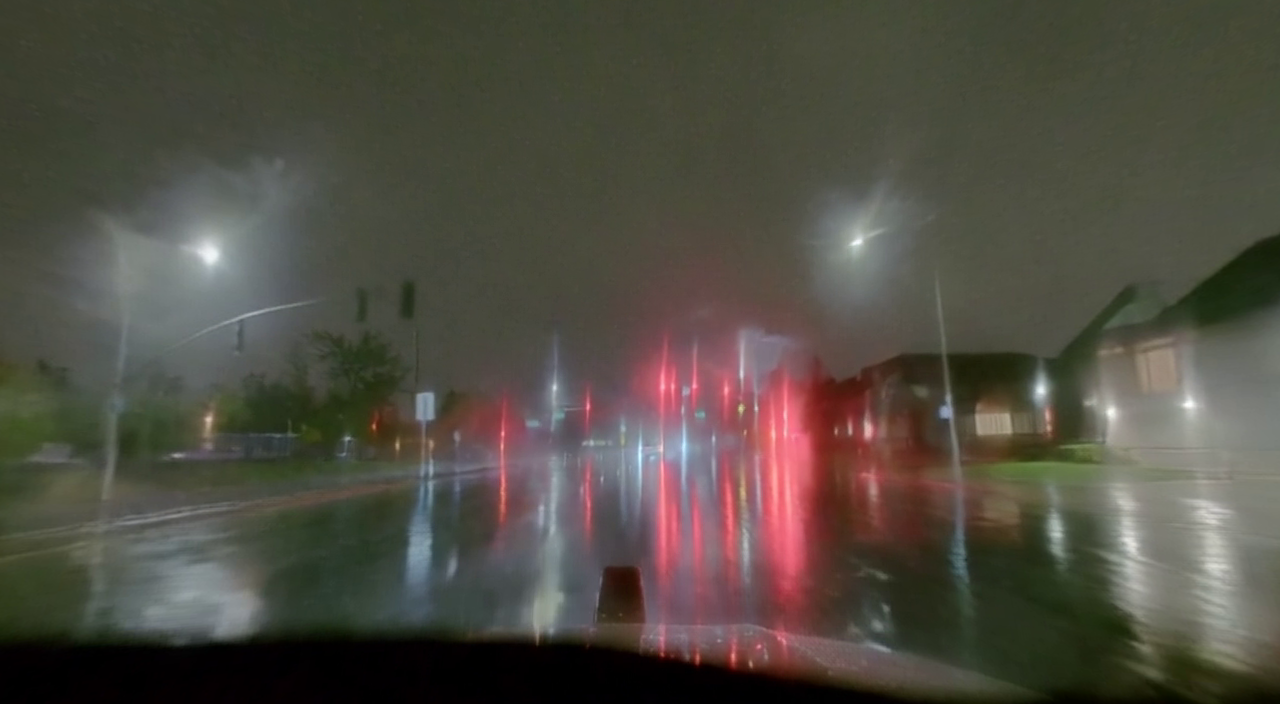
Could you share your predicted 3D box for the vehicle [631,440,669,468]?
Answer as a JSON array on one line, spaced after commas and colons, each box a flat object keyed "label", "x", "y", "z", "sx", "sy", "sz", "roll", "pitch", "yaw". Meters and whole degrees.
[{"label": "vehicle", "x": 0.640, "y": 5.972, "z": 37.048, "sx": 2.037, "sy": 1.568, "sz": 3.693, "roll": -1, "pitch": -9, "yaw": 4}]
